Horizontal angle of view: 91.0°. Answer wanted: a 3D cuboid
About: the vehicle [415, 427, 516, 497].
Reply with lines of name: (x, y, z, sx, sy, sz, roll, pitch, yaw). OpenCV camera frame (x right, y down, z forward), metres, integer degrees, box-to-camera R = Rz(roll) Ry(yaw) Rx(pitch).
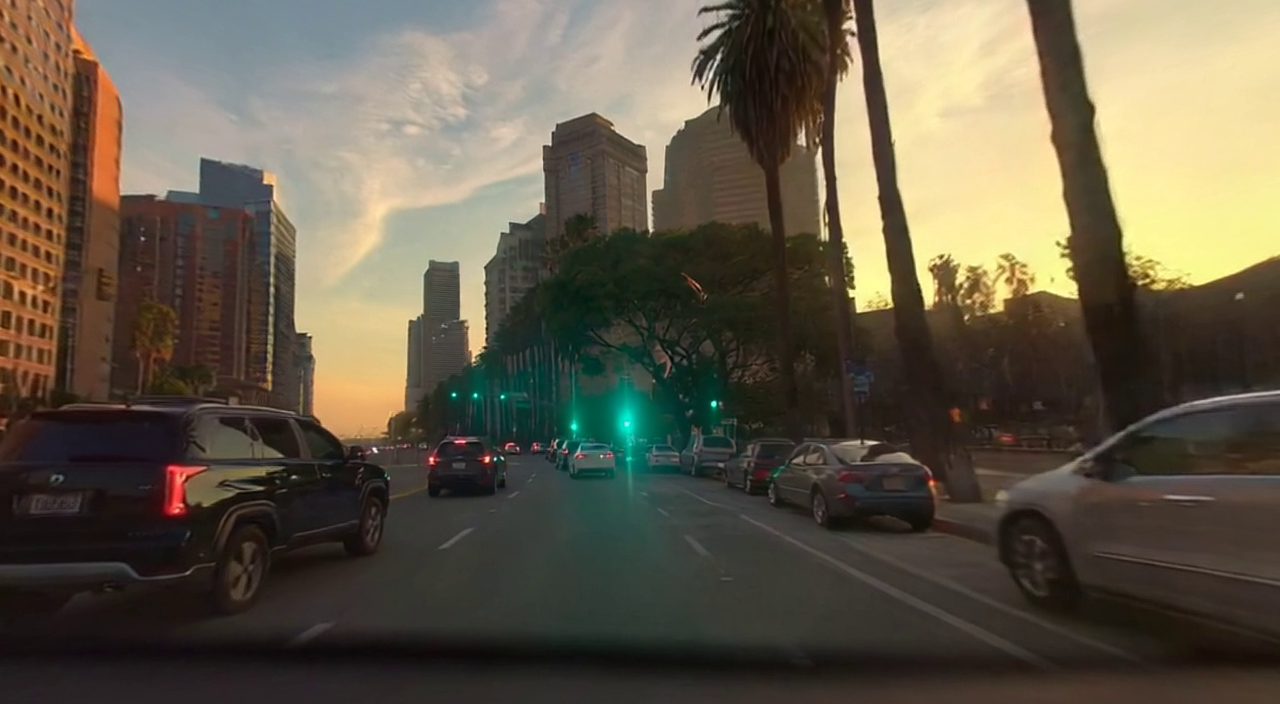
vehicle: (-4.872, 3.122, 18.244, 2.014, 1.740, 4.392, 1, -8, -5)

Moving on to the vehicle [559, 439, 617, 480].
vehicle: (-2.108, 4.158, 24.559, 2.036, 1.461, 3.890, 1, -9, -8)

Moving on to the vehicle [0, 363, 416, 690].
vehicle: (-3.659, 1.263, 5.642, 1.800, 1.797, 4.224, 0, -8, -1)

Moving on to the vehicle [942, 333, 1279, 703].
vehicle: (3.974, 0.910, 3.576, 1.963, 1.802, 4.648, 1, -8, -3)

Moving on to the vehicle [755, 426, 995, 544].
vehicle: (3.547, 2.104, 10.736, 1.808, 1.526, 4.894, 1, -8, -6)
